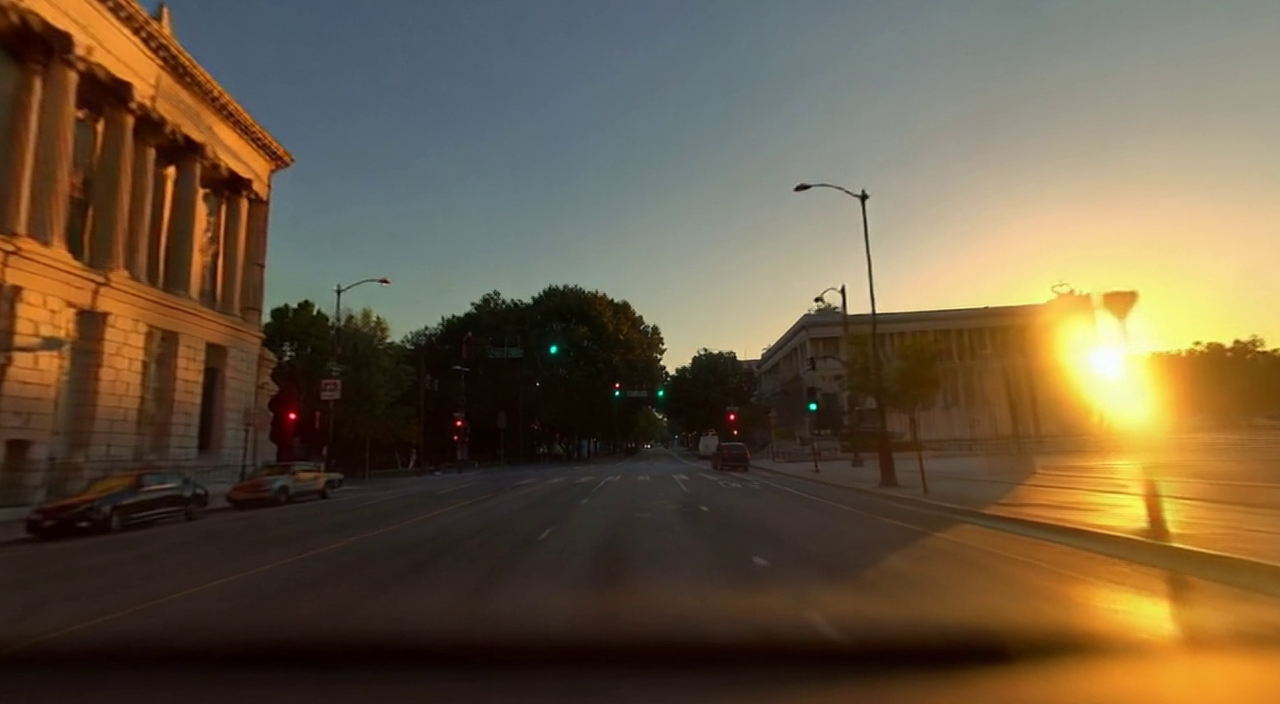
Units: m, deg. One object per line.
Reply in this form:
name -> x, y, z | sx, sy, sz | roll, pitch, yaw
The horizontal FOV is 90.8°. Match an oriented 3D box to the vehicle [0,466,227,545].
vehicle -> -12.338, 3.576, 15.281 | 1.767, 1.455, 4.389 | 0, -8, -1

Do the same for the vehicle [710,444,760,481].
vehicle -> 4.299, 5.001, 28.859 | 2.085, 1.530, 4.125 | -2, -9, 8

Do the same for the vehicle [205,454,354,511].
vehicle -> -12.457, 4.505, 22.401 | 2.011, 1.668, 5.474 | -1, -8, 0
